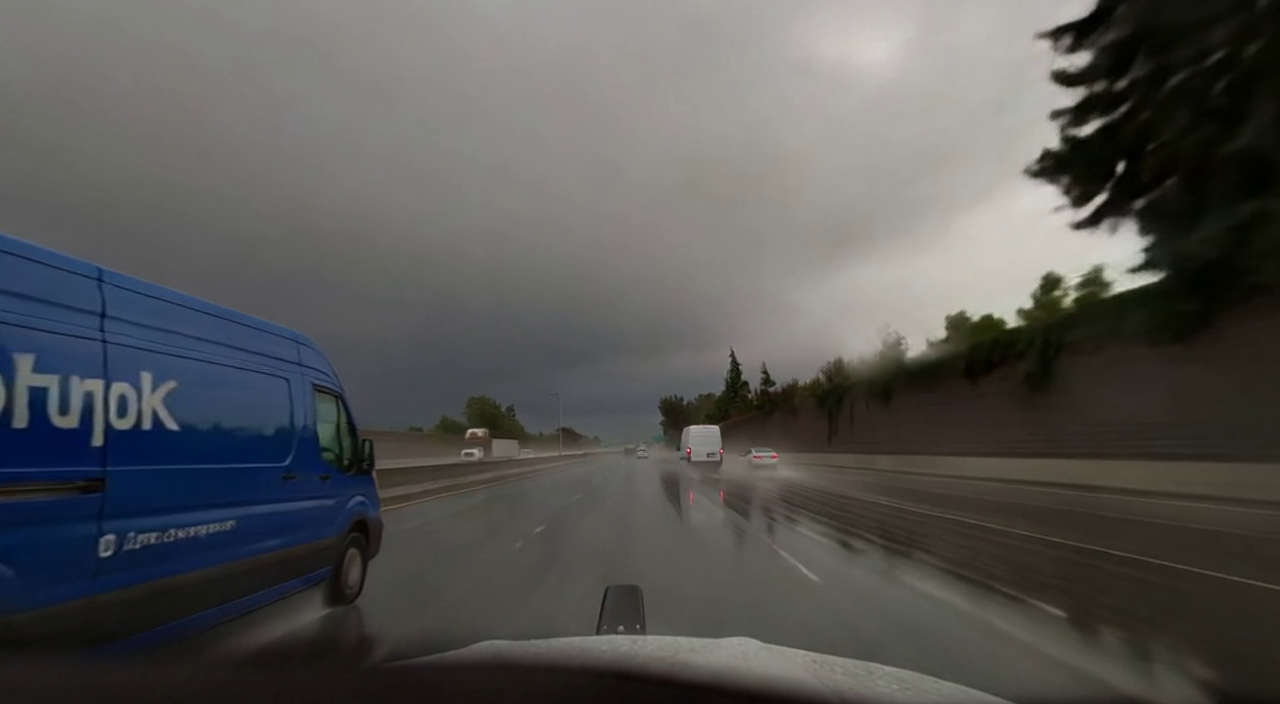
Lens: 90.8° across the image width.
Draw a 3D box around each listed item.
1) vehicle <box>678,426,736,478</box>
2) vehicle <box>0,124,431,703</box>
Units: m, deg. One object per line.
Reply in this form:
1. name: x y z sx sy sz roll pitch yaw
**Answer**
1. vehicle: 3.540 5.471 34.610 2.373 2.561 5.922 0 -9 -1
2. vehicle: -3.546 0.663 3.720 2.409 2.523 6.275 0 -9 0
